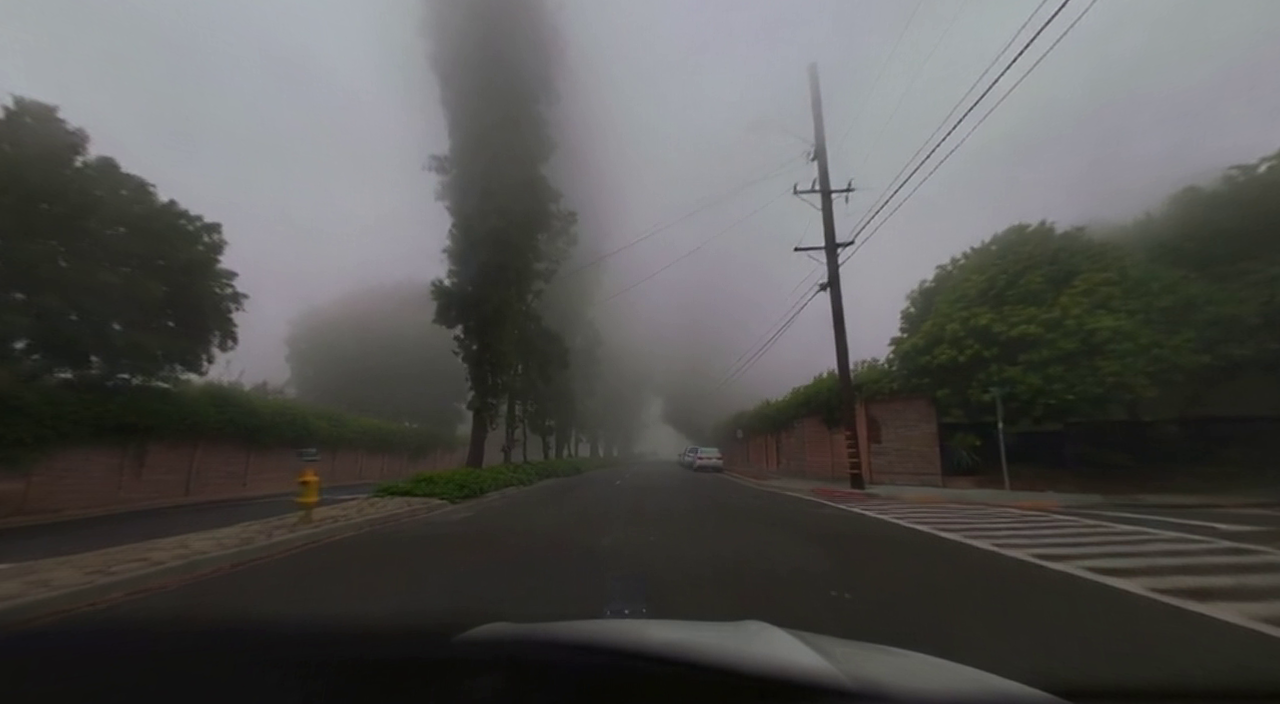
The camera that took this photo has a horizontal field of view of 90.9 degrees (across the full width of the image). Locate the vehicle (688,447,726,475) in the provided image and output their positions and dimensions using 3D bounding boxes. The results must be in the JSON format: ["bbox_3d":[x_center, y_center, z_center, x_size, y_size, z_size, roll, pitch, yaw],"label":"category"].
[{"bbox_3d":[4.269,7.009,40.762,2.048,1.596,5.543,2,-8,2],"label":"vehicle"}]
